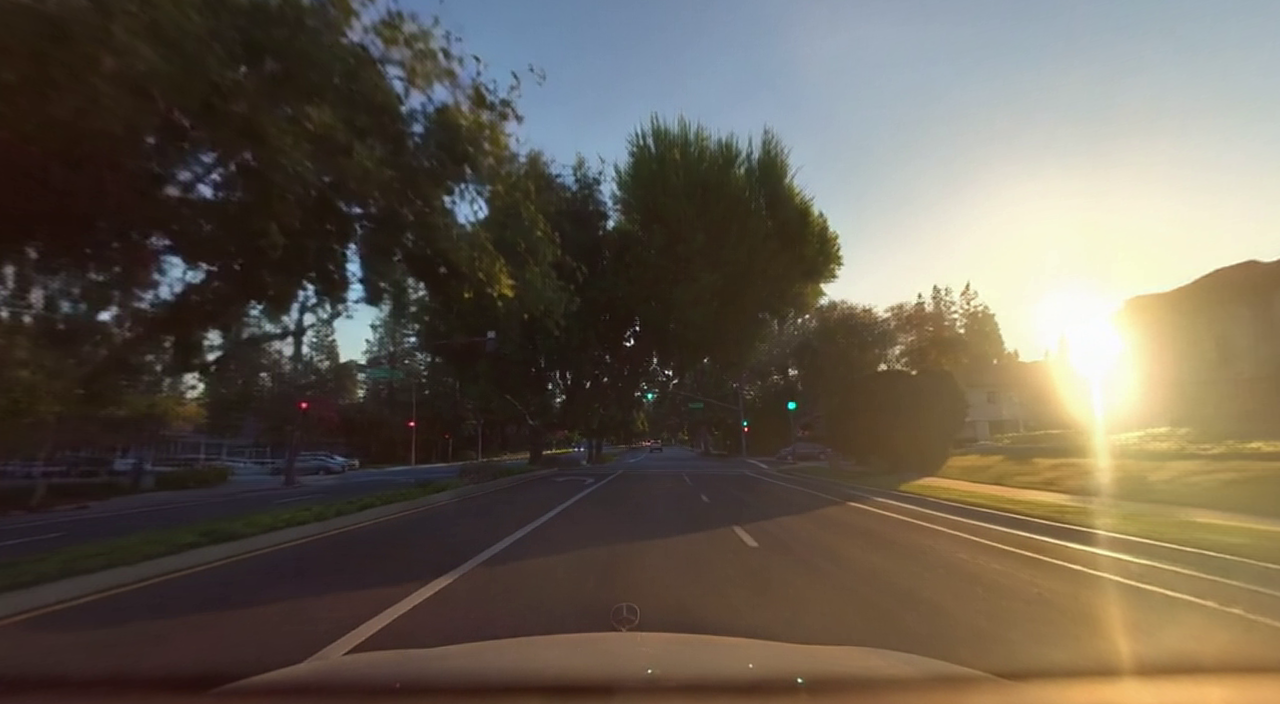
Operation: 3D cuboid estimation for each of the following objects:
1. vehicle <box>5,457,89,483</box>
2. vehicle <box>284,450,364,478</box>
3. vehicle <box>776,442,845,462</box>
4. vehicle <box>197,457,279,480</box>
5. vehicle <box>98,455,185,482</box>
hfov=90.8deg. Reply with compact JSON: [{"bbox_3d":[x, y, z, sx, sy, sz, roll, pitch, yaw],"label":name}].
[{"bbox_3d":[-43.415,8.638,46.271,4.752,1.752,1.908,-2,-8,11],"label":"vehicle"},{"bbox_3d":[-21.502,7.620,43.088,4.445,1.805,1.944,-2,-8,4],"label":"vehicle"},{"bbox_3d":[12.977,7.641,48.267,4.611,1.505,2.029,0,-9,0],"label":"vehicle"},{"bbox_3d":[-27.874,8.072,43.884,4.505,1.460,1.929,-1,-9,7],"label":"vehicle"},{"bbox_3d":[-34.673,8.064,43.996,4.516,1.756,2.201,-2,-9,9],"label":"vehicle"}]
